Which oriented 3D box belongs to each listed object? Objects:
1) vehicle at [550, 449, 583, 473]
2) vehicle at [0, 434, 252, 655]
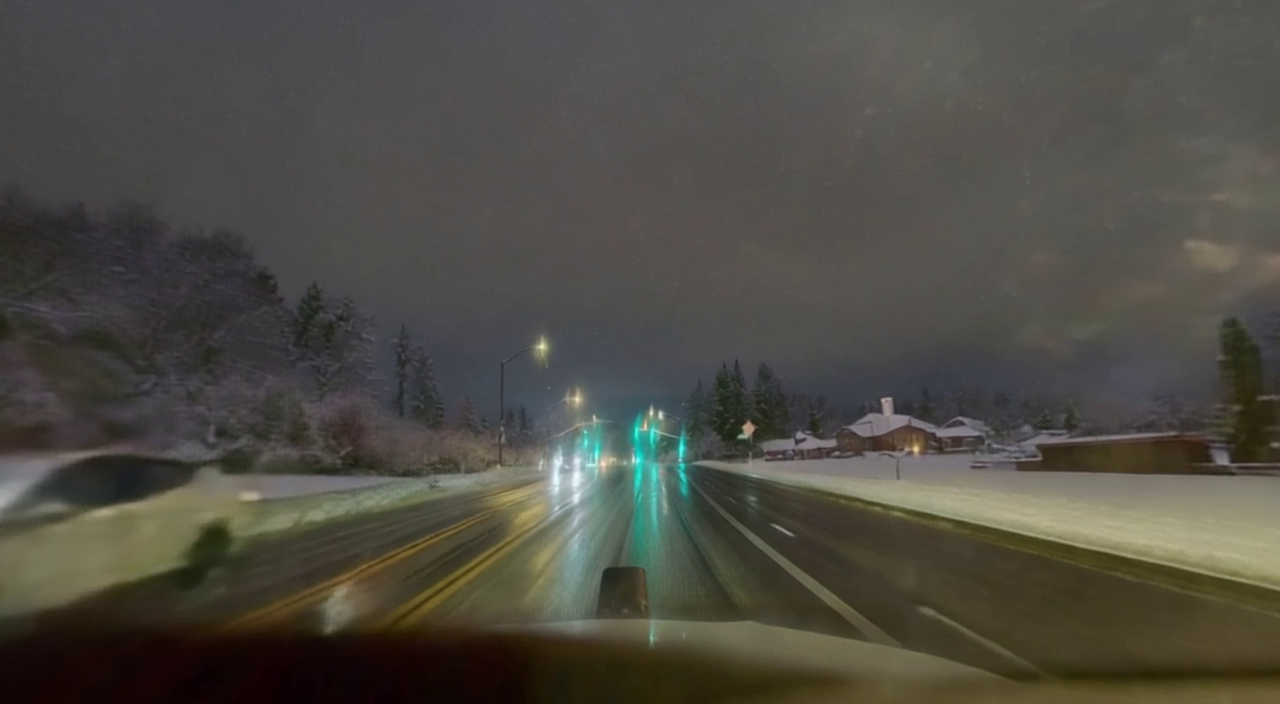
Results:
[{"bbox_3d":[-5.120,7.647,44.266,1.816,1.543,3.931,0,-8,1],"label":"vehicle"},{"bbox_3d":[-5.488,1.405,4.830,2.133,1.508,4.535,0,-8,0],"label":"vehicle"}]
